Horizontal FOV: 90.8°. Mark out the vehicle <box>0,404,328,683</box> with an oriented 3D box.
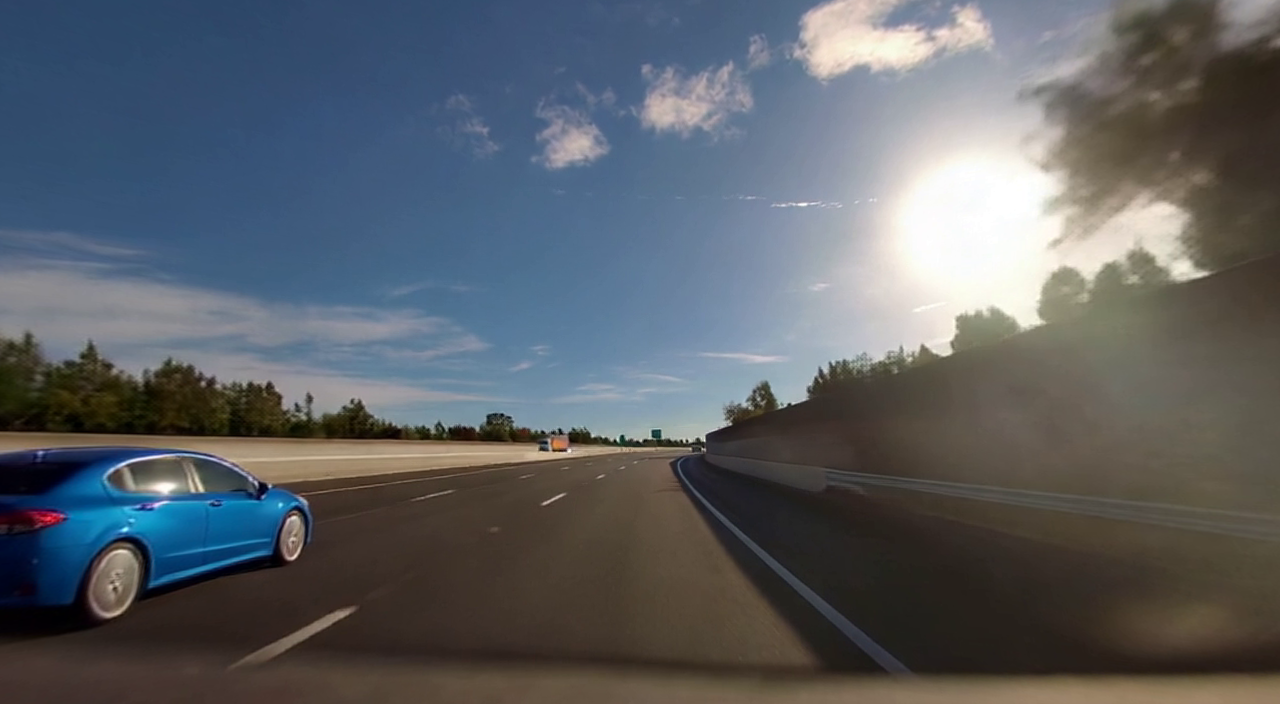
[{"bbox_3d":[-4.448,1.296,5.071,1.928,1.504,3.745,0,-9,0],"label":"vehicle"}]
